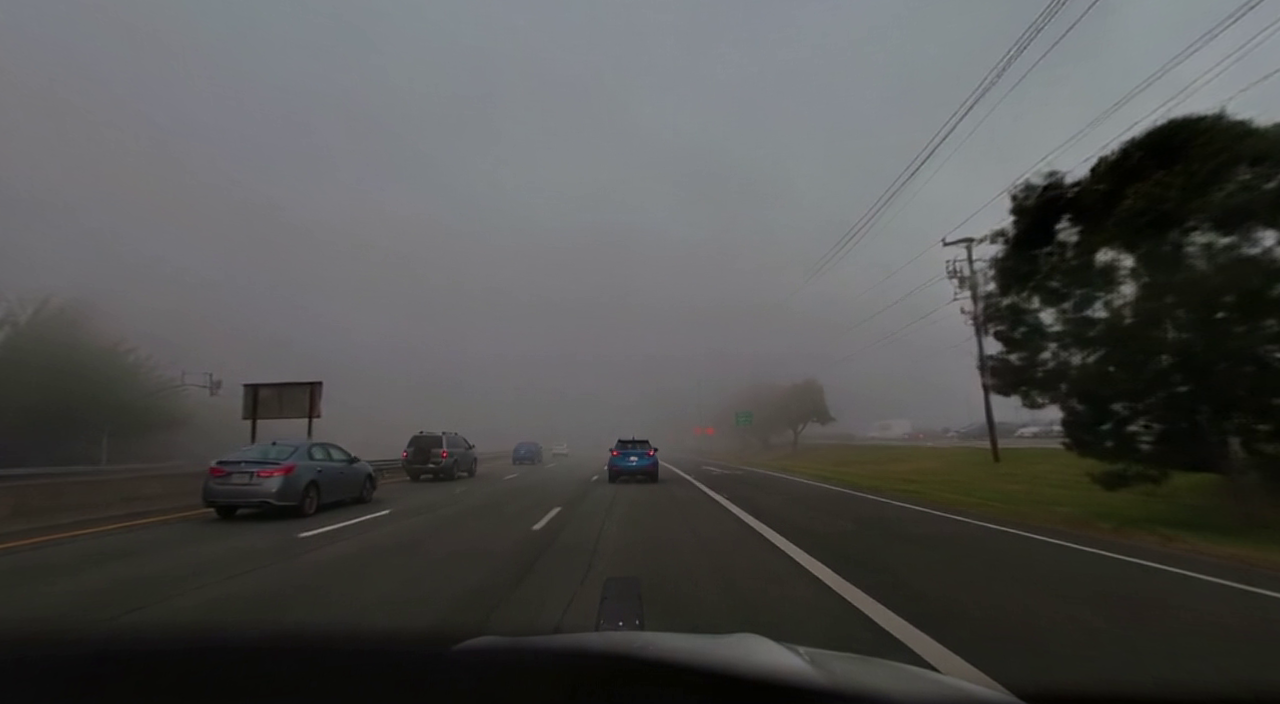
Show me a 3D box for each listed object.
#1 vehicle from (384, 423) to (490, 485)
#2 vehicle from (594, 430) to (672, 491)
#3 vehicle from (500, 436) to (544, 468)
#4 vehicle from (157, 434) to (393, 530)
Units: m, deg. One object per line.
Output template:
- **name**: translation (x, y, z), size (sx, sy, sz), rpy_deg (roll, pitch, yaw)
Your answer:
- **vehicle**: translation (-6.950, 3.560, 22.320), size (2.144, 1.905, 4.967), rpy_deg (0, -8, 0)
- **vehicle**: translation (-0.205, 3.296, 19.562), size (2.140, 1.653, 4.108), rpy_deg (0, -8, 0)
- **vehicle**: translation (-6.984, 5.942, 37.643), size (1.914, 1.756, 4.179), rpy_deg (0, -8, -2)
- **vehicle**: translation (-6.660, 2.384, 12.283), size (1.900, 1.483, 4.547), rpy_deg (0, -8, -1)
